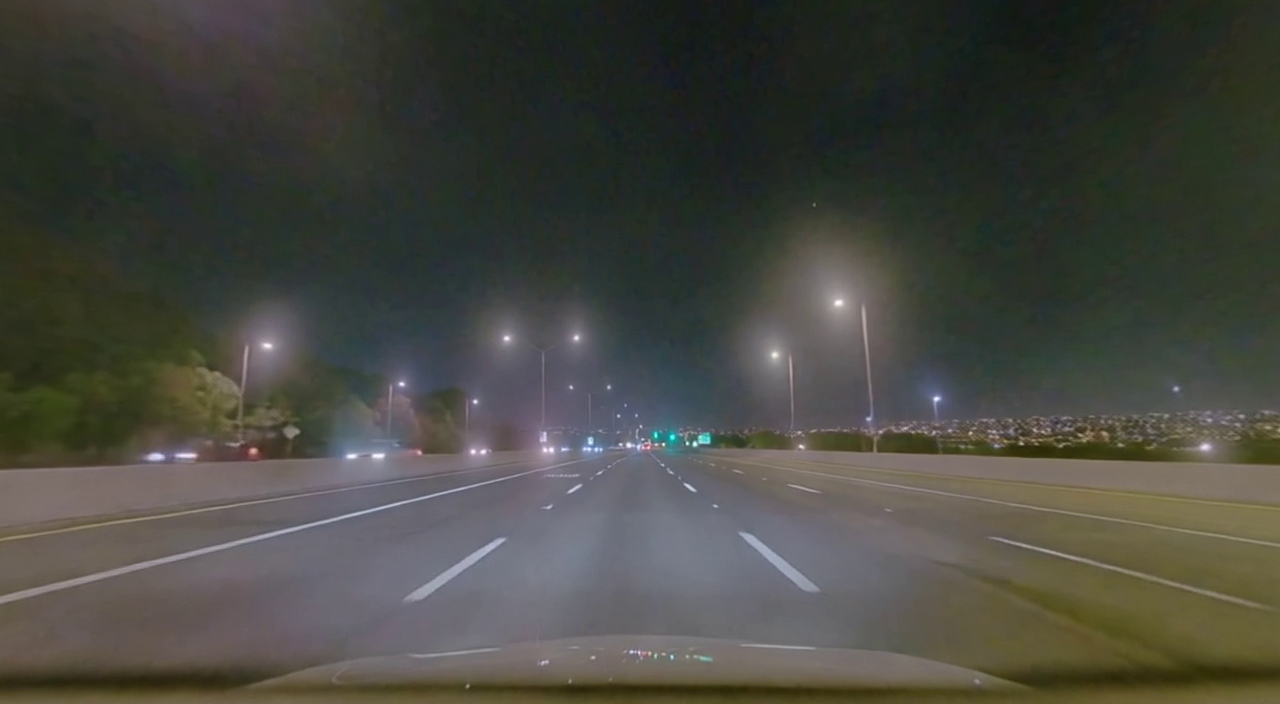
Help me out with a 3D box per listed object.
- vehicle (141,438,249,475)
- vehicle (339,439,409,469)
[{"bbox_3d":[-24.742,5.855,35.334,2.206,1.882,5.203,0,-9,1],"label":"vehicle"},{"bbox_3d":[-17.510,6.769,41.849,2.251,1.813,5.265,-1,-9,1],"label":"vehicle"}]
